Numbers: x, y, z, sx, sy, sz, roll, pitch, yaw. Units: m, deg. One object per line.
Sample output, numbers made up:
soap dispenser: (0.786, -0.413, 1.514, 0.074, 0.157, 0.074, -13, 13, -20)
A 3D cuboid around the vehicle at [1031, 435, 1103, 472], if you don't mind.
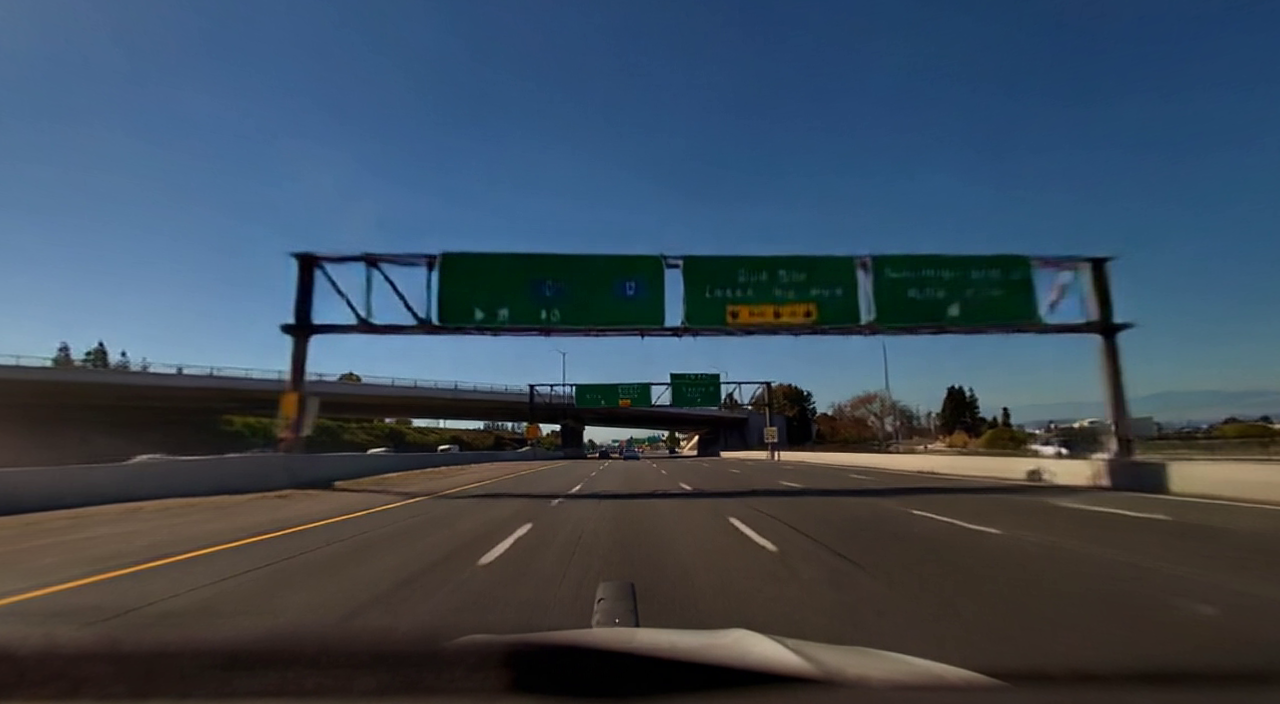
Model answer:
vehicle: (24.915, 5.852, 36.714, 2.669, 1.972, 6.141, -7, -11, 39)
